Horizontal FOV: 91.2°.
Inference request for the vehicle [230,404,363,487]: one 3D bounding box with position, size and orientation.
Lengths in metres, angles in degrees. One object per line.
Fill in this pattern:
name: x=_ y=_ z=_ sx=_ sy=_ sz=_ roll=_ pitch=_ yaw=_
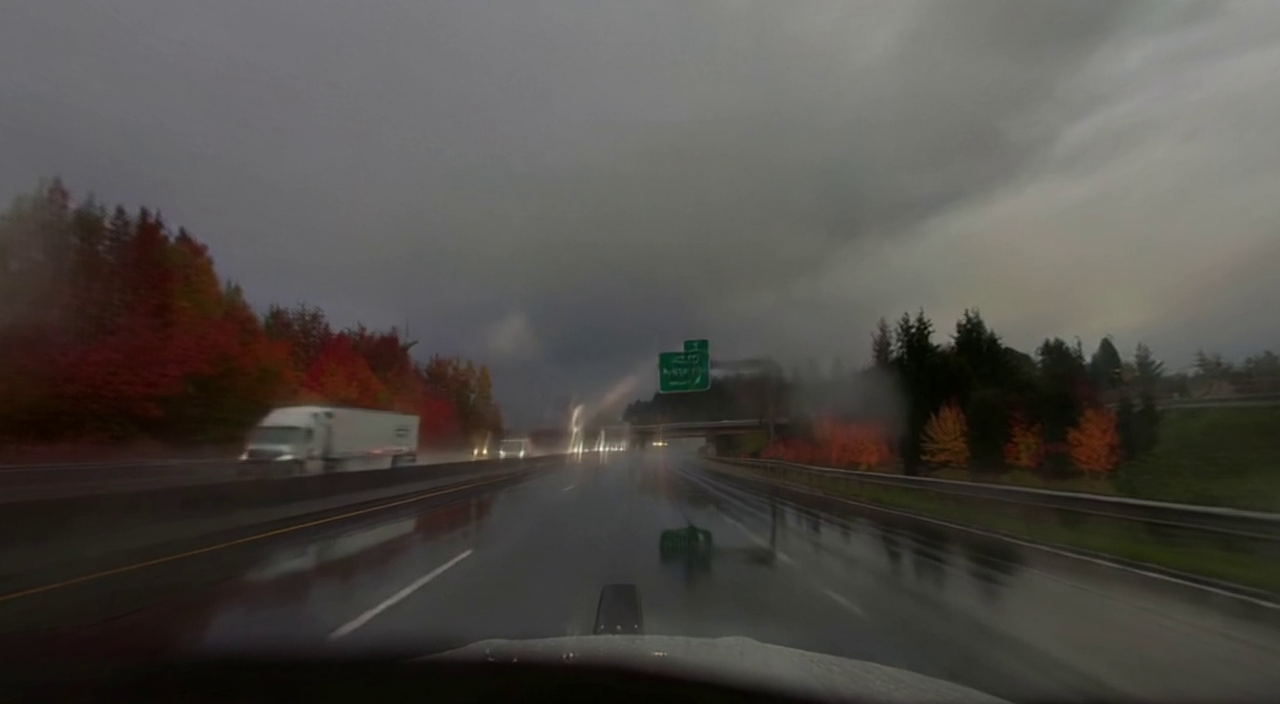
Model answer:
vehicle: x=-17.408 y=4.837 z=32.423 sx=3.114 sy=3.820 sz=6.284 roll=0 pitch=-9 yaw=0
